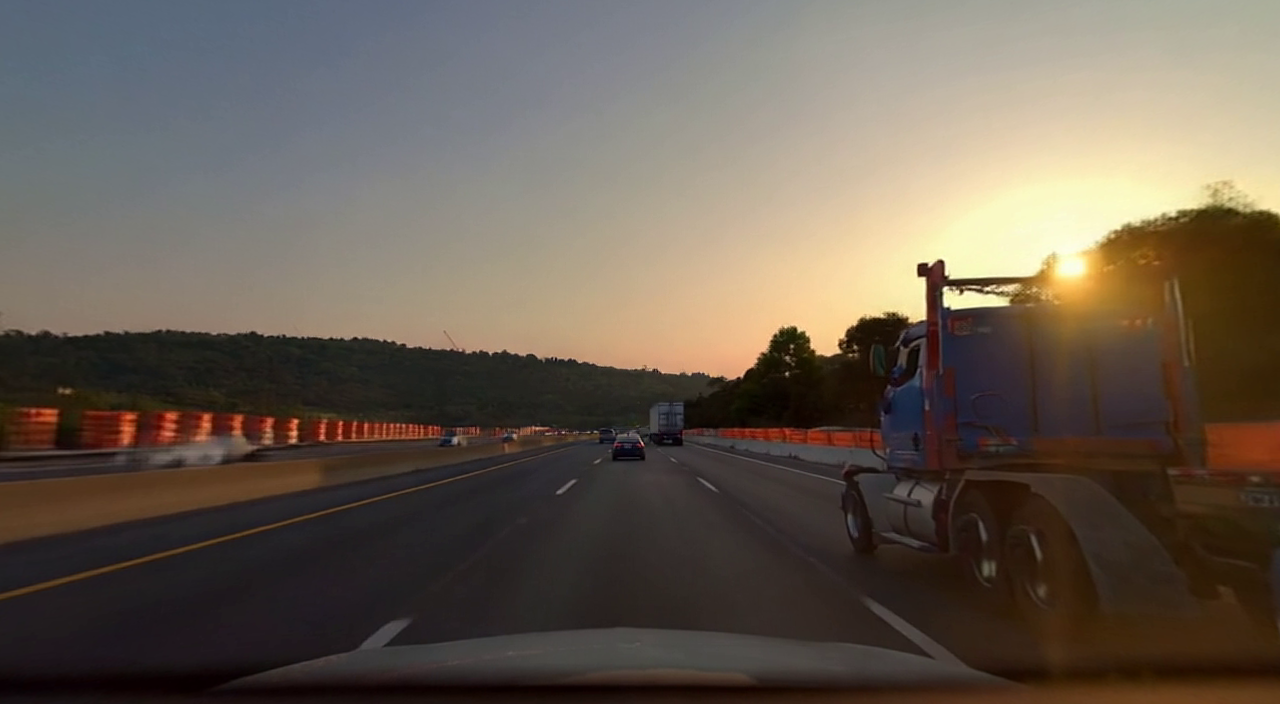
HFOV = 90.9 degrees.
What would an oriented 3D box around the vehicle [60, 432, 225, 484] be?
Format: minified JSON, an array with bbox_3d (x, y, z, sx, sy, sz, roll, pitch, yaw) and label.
[{"bbox_3d":[-15.424,3.266,19.877,1.845,1.459,4.153,0,-8,-1],"label":"vehicle"}]

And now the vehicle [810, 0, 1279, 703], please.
[{"bbox_3d":[3.580,-0.112,1.757,2.919,3.634,10.888,0,-8,-1],"label":"vehicle"}]

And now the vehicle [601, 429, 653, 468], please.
[{"bbox_3d":[-0.519,3.856,25.447,1.929,1.469,3.677,0,-8,-1],"label":"vehicle"}]

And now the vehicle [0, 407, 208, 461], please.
[{"bbox_3d":[-40.613,6.059,49.126,2.834,3.320,15.990,-2,-5,0],"label":"vehicle"}]
